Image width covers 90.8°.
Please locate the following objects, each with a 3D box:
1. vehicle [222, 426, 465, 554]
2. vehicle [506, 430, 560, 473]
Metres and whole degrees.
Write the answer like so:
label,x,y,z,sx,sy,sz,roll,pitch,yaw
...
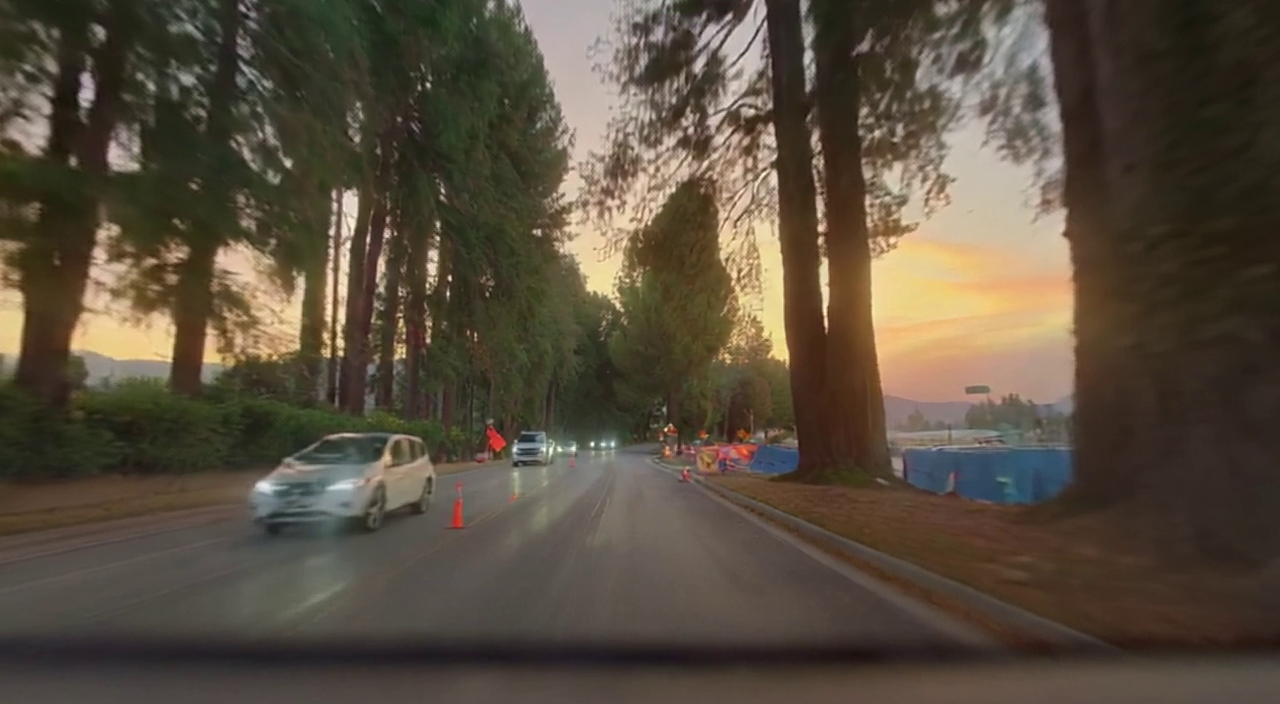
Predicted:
label,x,y,z,sx,sy,sz,roll,pitch,yaw
vehicle,-4.427,2.088,10.285,2.001,1.642,3.942,-1,-8,1
vehicle,-5.429,5.107,32.622,2.064,2.009,4.512,-1,-8,-1
